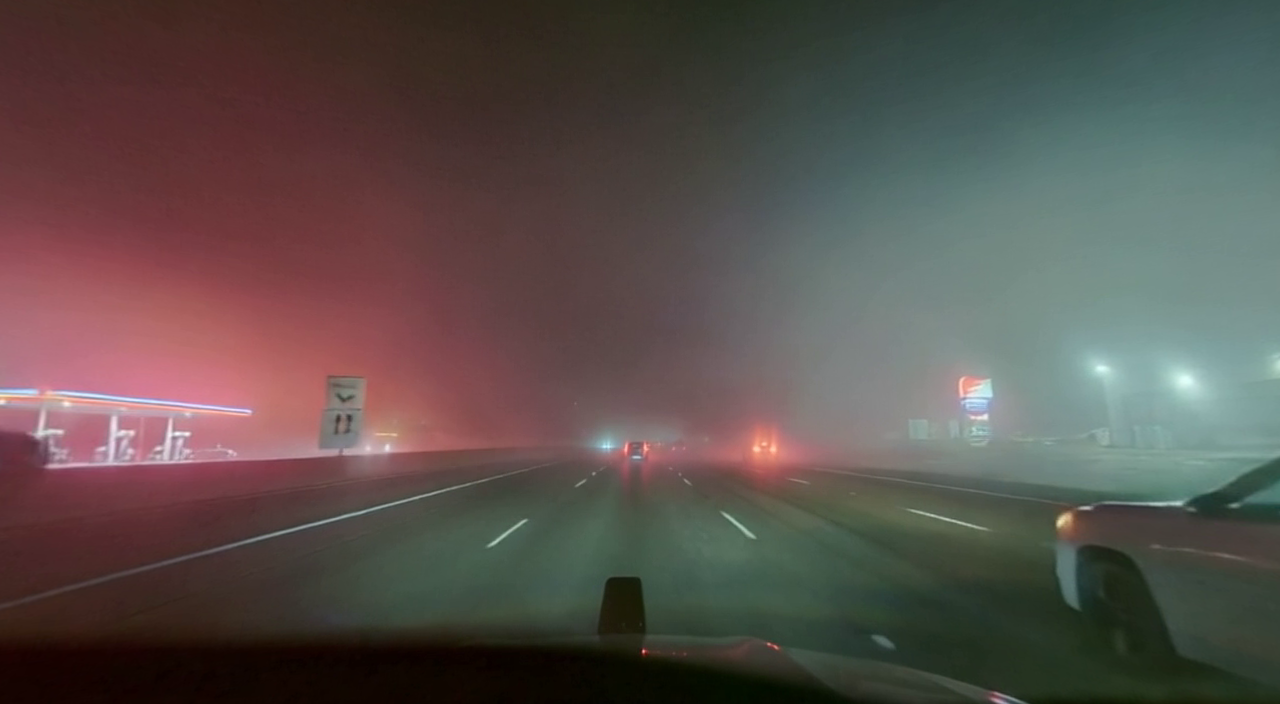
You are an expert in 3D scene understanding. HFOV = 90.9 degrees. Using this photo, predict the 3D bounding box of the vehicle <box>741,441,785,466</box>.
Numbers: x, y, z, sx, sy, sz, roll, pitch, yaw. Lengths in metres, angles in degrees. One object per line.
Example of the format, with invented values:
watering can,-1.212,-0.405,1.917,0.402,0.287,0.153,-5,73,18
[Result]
vehicle,7.639,6.317,39.574,1.867,1.463,4.295,0,-8,-1

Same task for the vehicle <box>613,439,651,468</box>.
vehicle,-0.448,5.592,34.925,1.999,1.473,4.351,0,-8,-1

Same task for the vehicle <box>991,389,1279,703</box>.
vehicle,3.539,0.833,2.032,2.172,1.490,4.668,0,-8,1
